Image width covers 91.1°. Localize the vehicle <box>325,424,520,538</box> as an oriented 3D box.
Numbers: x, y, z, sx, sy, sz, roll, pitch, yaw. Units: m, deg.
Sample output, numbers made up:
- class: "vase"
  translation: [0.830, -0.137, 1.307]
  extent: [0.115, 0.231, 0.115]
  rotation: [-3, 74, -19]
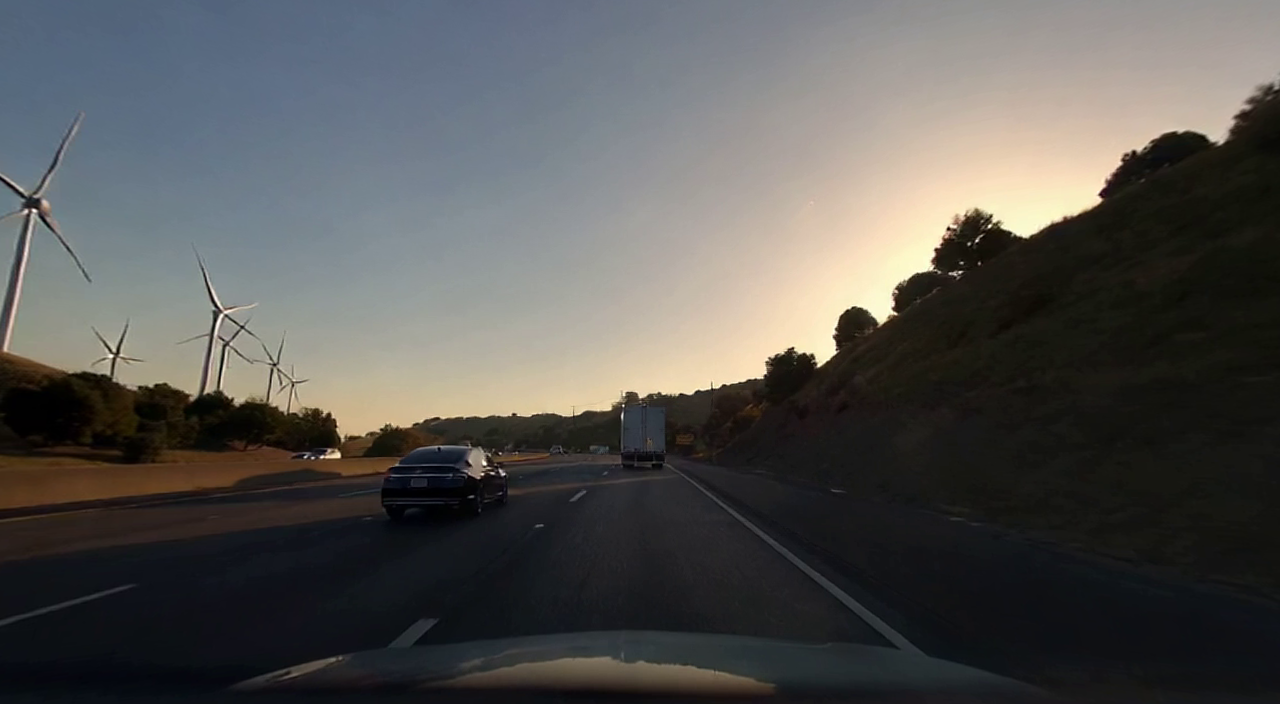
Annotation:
- class: "vehicle"
  translation: [-3.617, 2.208, 11.318]
  extent: [2.109, 1.684, 3.783]
  rotation: [0, -8, 0]
